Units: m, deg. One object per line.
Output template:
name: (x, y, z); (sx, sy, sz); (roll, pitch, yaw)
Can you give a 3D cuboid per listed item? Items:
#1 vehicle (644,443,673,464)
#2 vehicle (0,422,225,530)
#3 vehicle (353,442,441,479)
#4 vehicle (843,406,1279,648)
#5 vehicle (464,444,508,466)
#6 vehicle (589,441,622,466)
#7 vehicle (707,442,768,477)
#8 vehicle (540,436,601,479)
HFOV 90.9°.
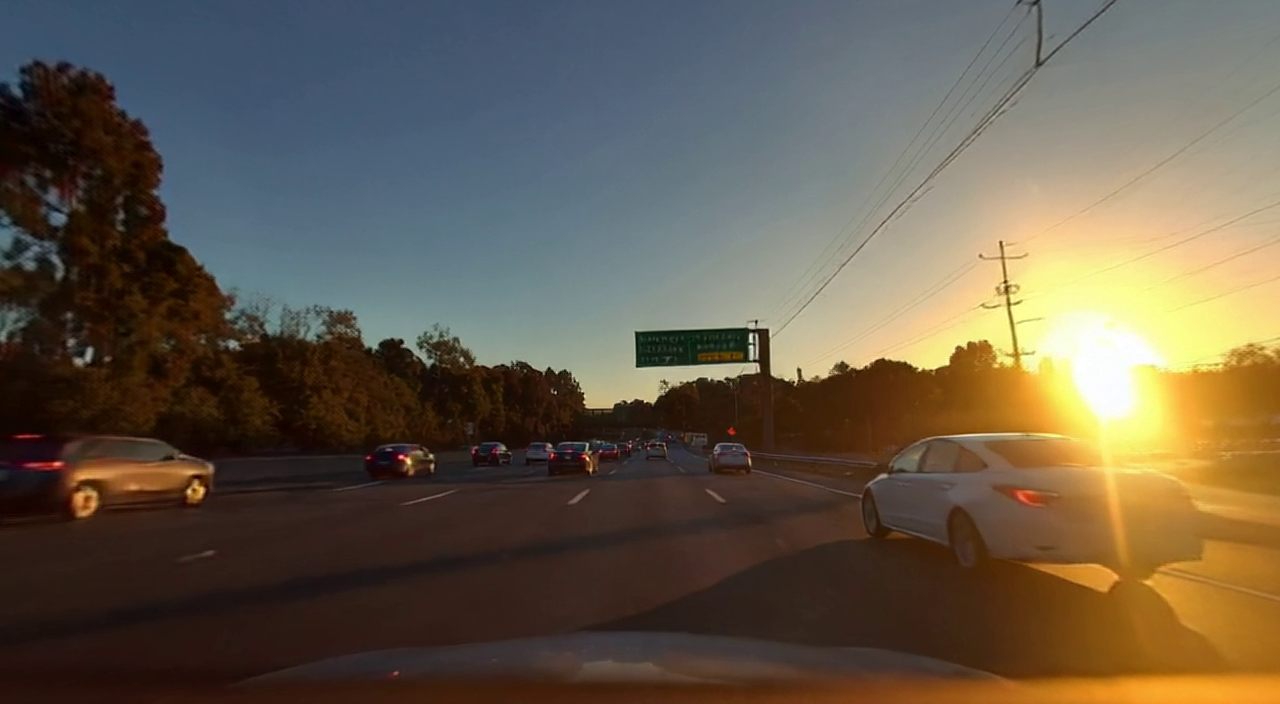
vehicle: (1.399, 7.950, 49.741); (2.220, 1.575, 4.332); (0, -8, 0)
vehicle: (-10.791, 2.313, 12.342); (2.137, 1.690, 4.630); (0, -8, 1)
vehicle: (-10.546, 4.713, 27.737); (1.926, 1.479, 4.688); (0, -8, 1)
vehicle: (3.827, 1.471, 6.401); (2.036, 1.580, 4.360); (0, -8, 0)
vehicle: (-10.799, 7.210, 44.481); (1.877, 1.458, 4.543); (0, -8, 1)
vehicle: (-2.478, 7.456, 46.522); (2.133, 1.668, 4.505); (0, -8, 1)
vehicle: (4.445, 4.968, 29.437); (2.022, 1.472, 4.678); (0, -8, -1)
vehicle: (-3.039, 4.723, 28.577); (2.133, 1.775, 4.530); (0, -8, 1)
